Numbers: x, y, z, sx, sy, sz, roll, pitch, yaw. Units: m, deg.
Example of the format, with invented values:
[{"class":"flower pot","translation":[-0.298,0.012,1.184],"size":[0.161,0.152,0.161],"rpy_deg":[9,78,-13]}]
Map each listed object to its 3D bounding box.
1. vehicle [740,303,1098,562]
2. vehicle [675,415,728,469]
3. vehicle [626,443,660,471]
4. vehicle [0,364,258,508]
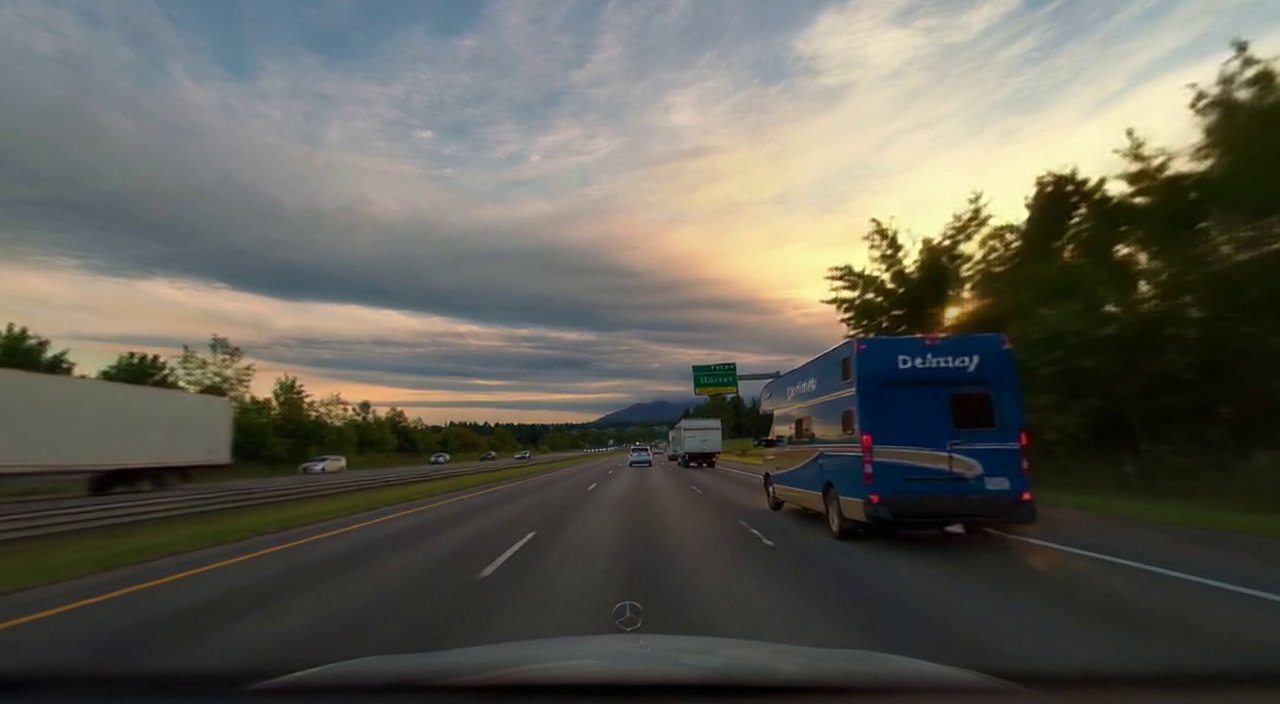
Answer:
[{"class":"vehicle","translation":[3.801,1.462,11.026],"size":[2.698,3.001,7.323],"rpy_deg":[0,-9,-1]},{"class":"vehicle","translation":[4.301,6.600,46.061],"size":[2.931,3.530,8.760],"rpy_deg":[0,-9,0]},{"class":"vehicle","translation":[0.180,6.862,41.335],"size":[2.151,1.678,3.923],"rpy_deg":[0,-9,0]},{"class":"vehicle","translation":[-19.382,2.838,20.697],"size":[3.059,3.980,16.984],"rpy_deg":[0,-9,0]}]
